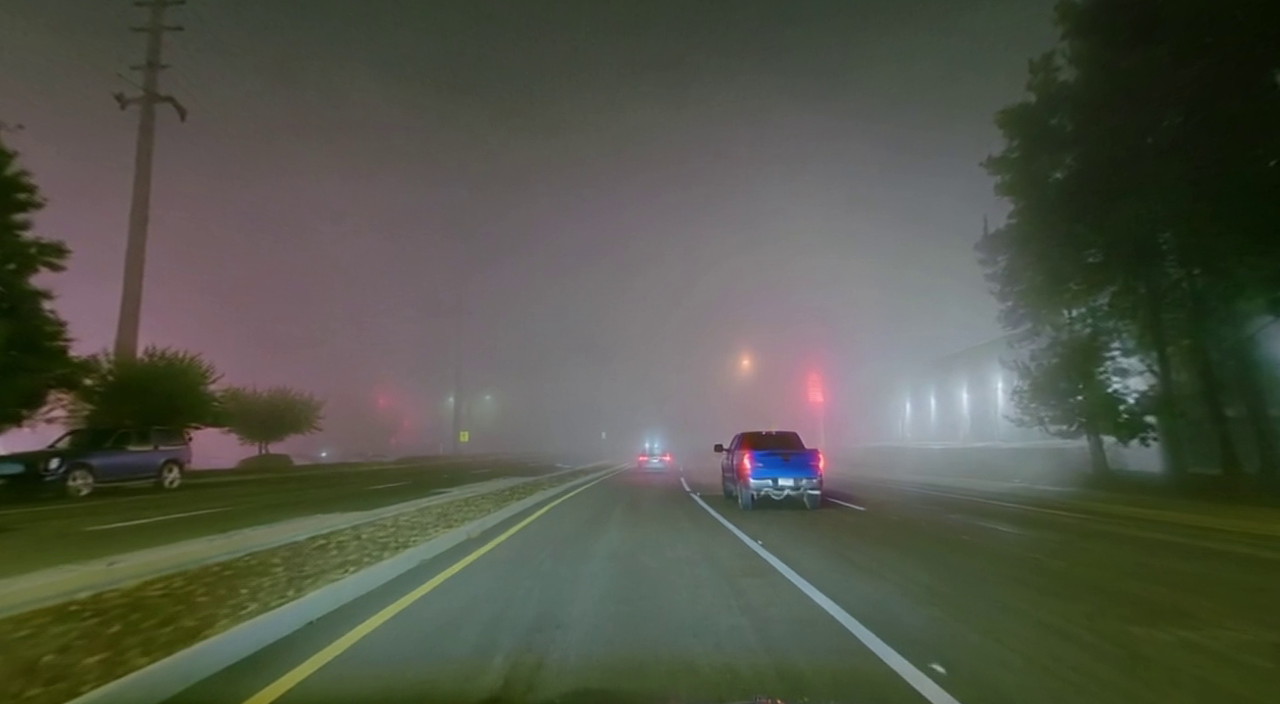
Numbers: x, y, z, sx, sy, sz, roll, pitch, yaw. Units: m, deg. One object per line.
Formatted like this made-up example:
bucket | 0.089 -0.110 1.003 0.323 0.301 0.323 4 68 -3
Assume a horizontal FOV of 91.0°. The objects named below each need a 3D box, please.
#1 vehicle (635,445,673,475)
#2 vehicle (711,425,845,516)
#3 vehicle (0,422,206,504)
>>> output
vehicle | 0.800 5.933 34.865 1.968 1.521 4.262 0 -8 2
vehicle | 3.311 2.983 16.523 2.367 1.919 5.651 0 -8 1
vehicle | -14.376 2.833 16.575 2.154 1.806 5.096 0 -8 1
